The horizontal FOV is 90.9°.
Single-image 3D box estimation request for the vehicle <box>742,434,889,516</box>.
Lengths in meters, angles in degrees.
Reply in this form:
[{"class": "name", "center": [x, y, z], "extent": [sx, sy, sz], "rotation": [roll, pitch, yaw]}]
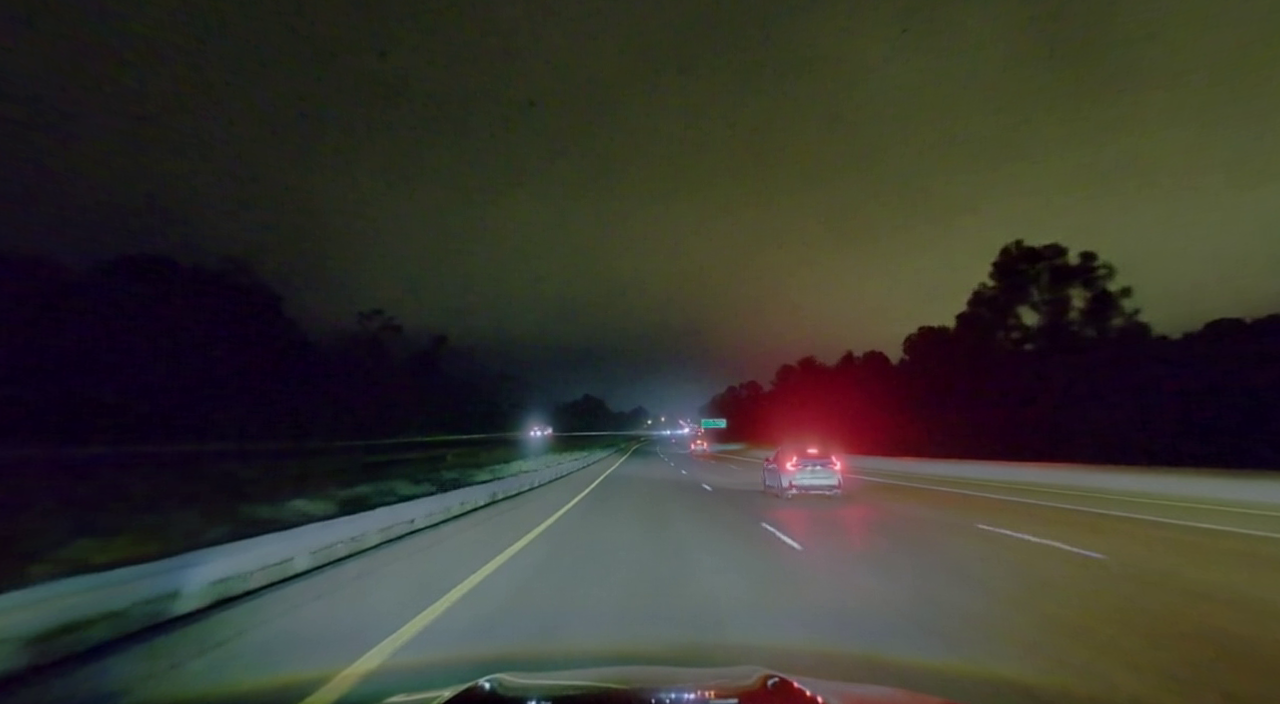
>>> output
[{"class": "vehicle", "center": [3.694, 2.687, 14.221], "extent": [2.050, 1.546, 4.344], "rotation": [0, -9, 0]}]
